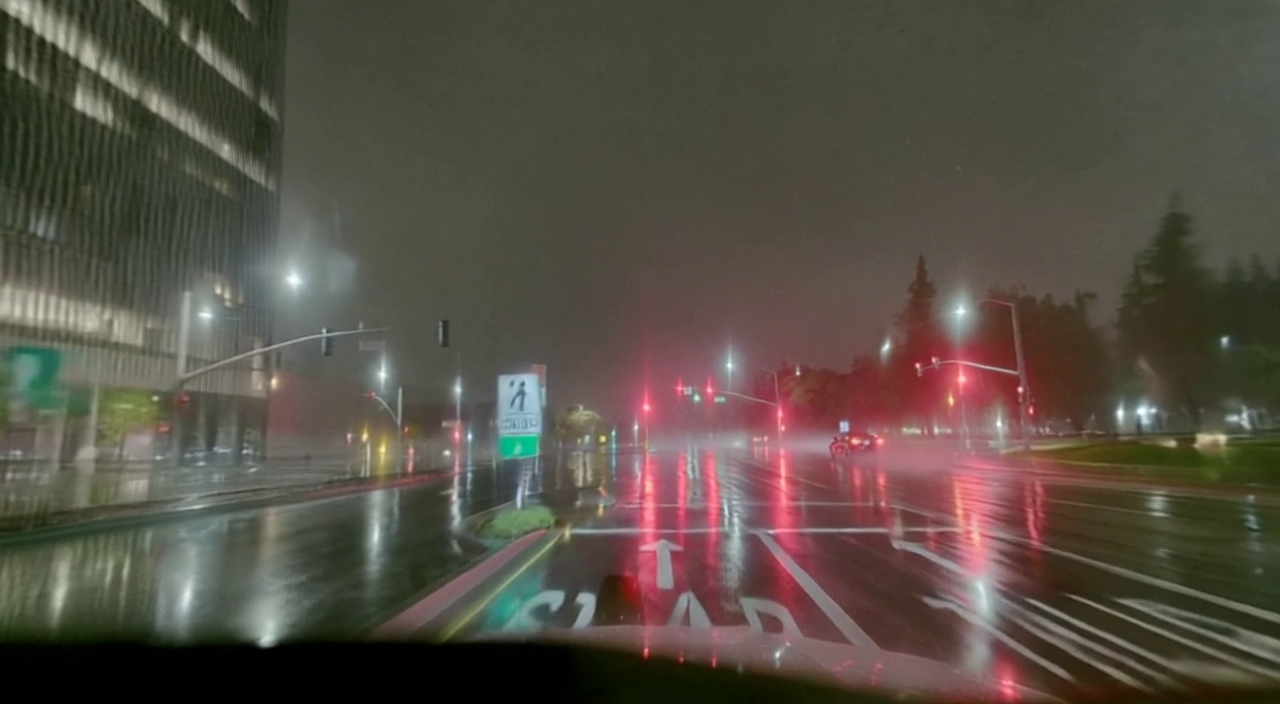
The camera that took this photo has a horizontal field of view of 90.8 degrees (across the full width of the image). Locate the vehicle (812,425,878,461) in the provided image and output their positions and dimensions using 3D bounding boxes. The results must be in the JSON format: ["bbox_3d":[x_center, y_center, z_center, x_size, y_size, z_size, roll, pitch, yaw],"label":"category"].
[{"bbox_3d":[11.364,5.105,35.366,2.156,1.881,4.743,0,-8,1],"label":"vehicle"}]
